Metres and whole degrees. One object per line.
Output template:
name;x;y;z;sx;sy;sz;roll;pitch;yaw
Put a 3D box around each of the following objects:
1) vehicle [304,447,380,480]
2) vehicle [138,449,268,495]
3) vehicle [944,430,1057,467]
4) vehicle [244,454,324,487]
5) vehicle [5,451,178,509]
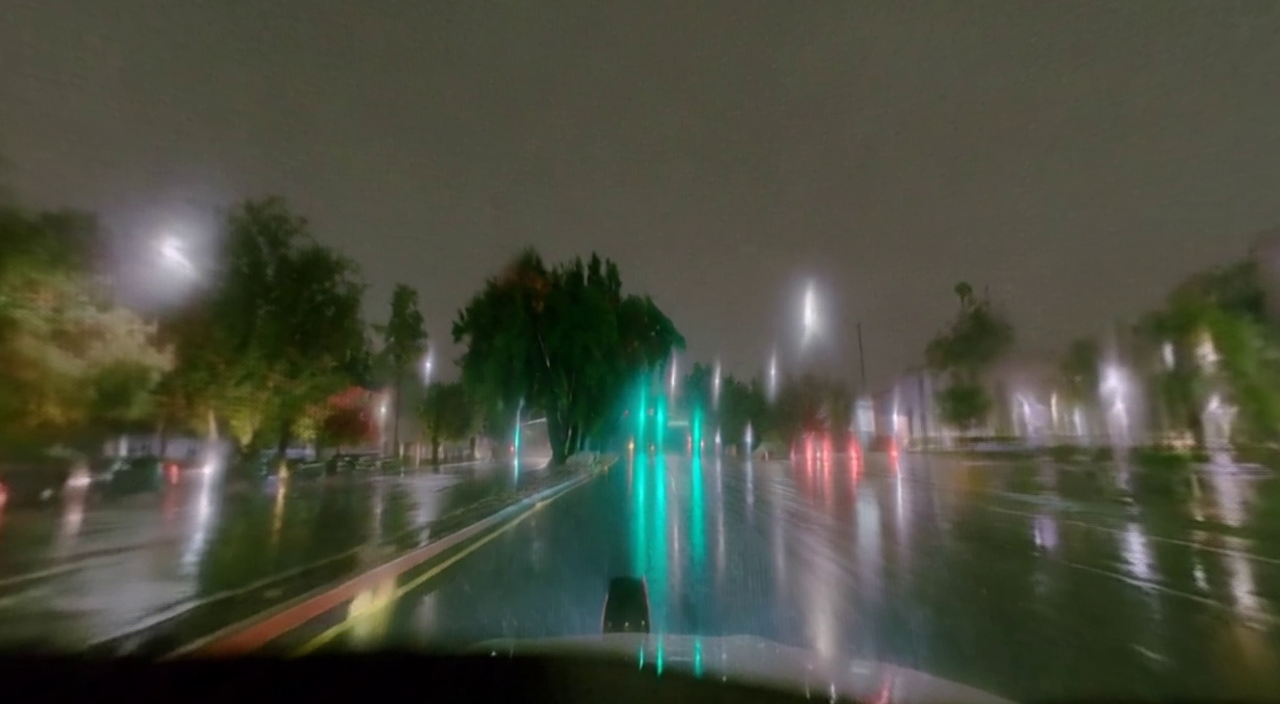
vehicle;-17.919;6.701;38.202;1.941;1.848;5.279;0;-8;1
vehicle;-18.252;4.982;26.694;2.115;1.716;4.900;0;-8;-2
vehicle;22.129;5.944;38.874;5.532;2.065;2.166;-1;-8;0
vehicle;-18.262;6.051;32.564;1.736;1.489;4.347;0;-8;-2
vehicle;-18.088;4.187;21.135;1.952;1.649;4.414;0;-8;-3
